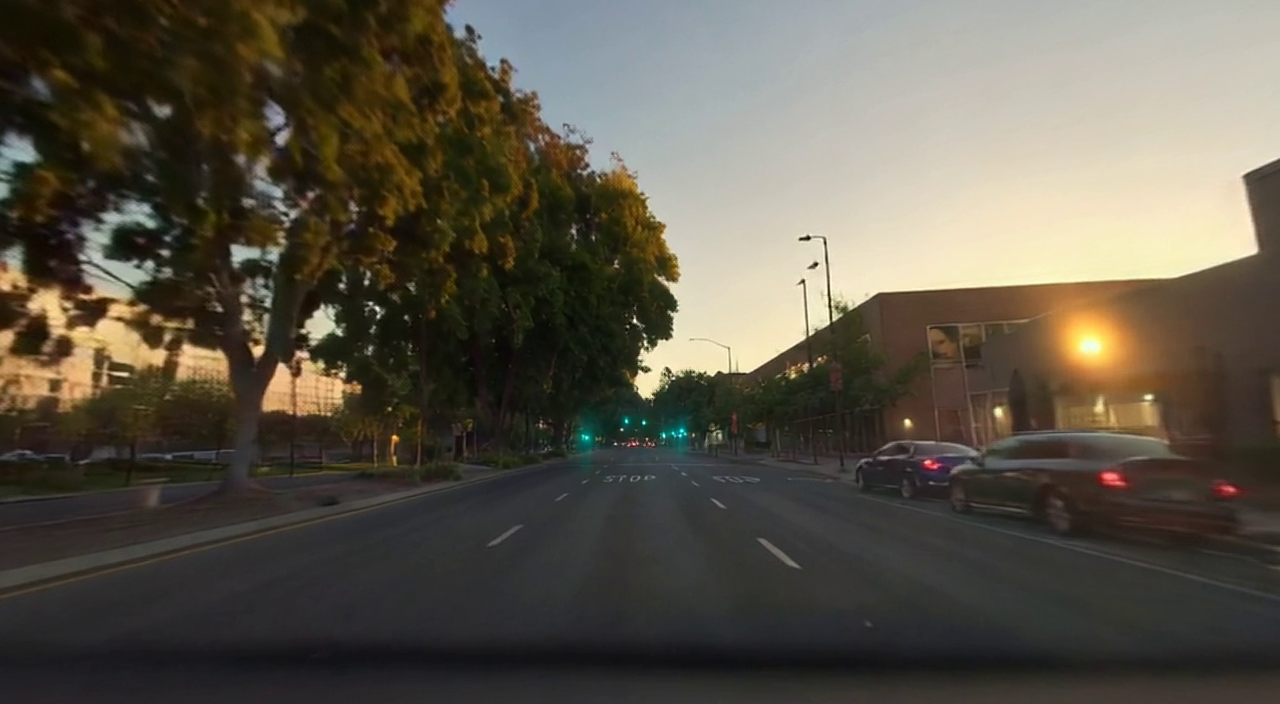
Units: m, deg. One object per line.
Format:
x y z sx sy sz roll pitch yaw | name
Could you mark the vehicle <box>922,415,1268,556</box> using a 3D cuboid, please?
6.587 1.969 10.086 1.980 1.675 4.854 -1 -8 2 | vehicle
